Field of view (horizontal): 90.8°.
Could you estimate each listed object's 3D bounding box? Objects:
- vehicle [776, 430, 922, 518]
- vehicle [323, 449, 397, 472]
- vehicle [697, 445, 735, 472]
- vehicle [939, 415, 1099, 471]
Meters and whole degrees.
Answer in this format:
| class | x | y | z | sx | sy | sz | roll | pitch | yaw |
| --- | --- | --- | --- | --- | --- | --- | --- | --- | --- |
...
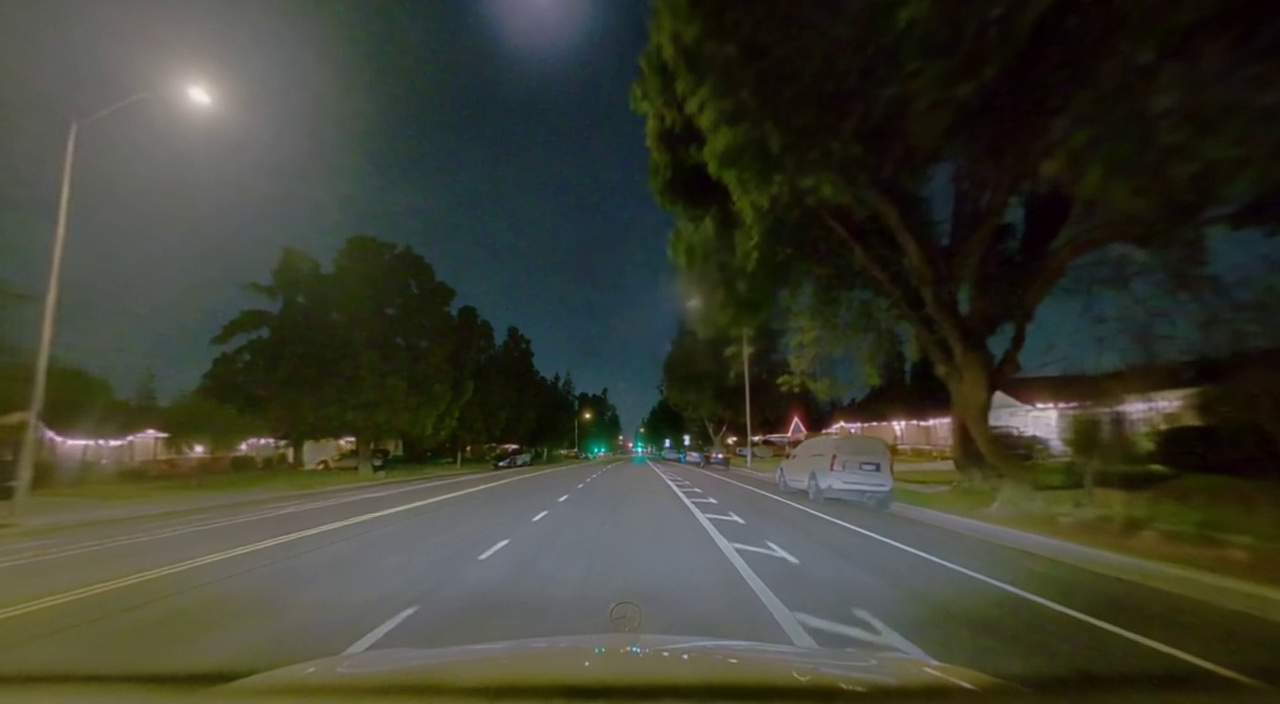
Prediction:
| class | x | y | z | sx | sy | sz | roll | pitch | yaw |
| --- | --- | --- | --- | --- | --- | --- | --- | --- | --- |
| vehicle | 5.029 | 2.967 | 15.956 | 2.082 | 1.763 | 4.718 | 3 | -8 | 0 |
| vehicle | -20.913 | 8.133 | 47.290 | 4.534 | 1.536 | 1.952 | 2 | -8 | 0 |
| vehicle | 4.810 | 6.838 | 40.402 | 1.934 | 1.546 | 5.009 | 2 | -10 | 2 |
| vehicle | 15.747 | 3.836 | 26.534 | 5.096 | 1.931 | 2.288 | -4 | -9 | 2 |
